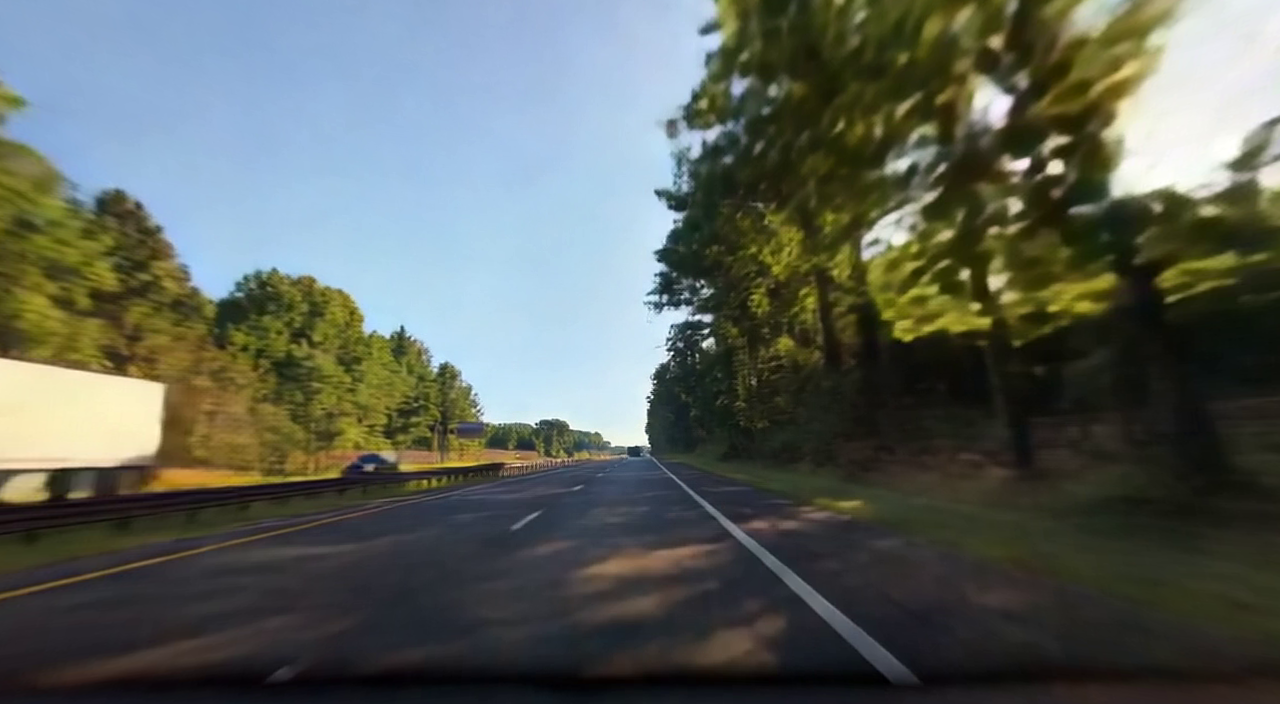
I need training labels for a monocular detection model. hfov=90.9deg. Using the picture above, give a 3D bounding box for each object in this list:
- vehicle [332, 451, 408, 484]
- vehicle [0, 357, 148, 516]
[{"bbox_3d":[-13.421,5.747,31.607,1.864,1.493,4.344,0,-9,0],"label":"vehicle"},{"bbox_3d":[-17.863,1.791,13.668,2.877,4.022,14.209,0,-9,0],"label":"vehicle"}]
